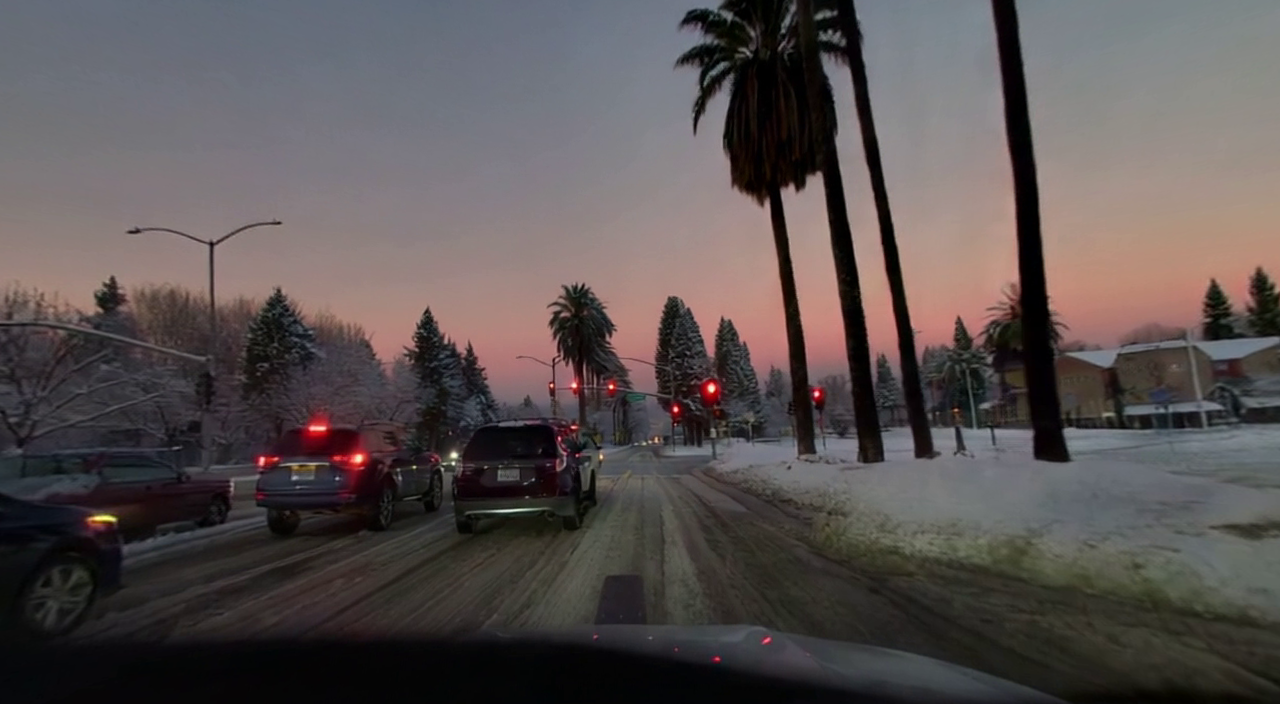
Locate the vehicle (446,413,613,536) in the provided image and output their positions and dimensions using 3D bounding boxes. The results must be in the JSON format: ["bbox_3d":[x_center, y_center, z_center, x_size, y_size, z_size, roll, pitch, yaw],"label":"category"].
[{"bbox_3d":[-1.689,2.097,11.352,2.153,1.759,4.320,0,-9,1],"label":"vehicle"}]

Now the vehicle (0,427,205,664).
[{"bbox_3d":[-5.234,1.223,3.735,1.885,1.567,4.775,0,-9,1],"label":"vehicle"}]

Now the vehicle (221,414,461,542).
[{"bbox_3d":[-5.116,2.227,11.802,2.025,1.862,4.804,0,-9,1],"label":"vehicle"}]
